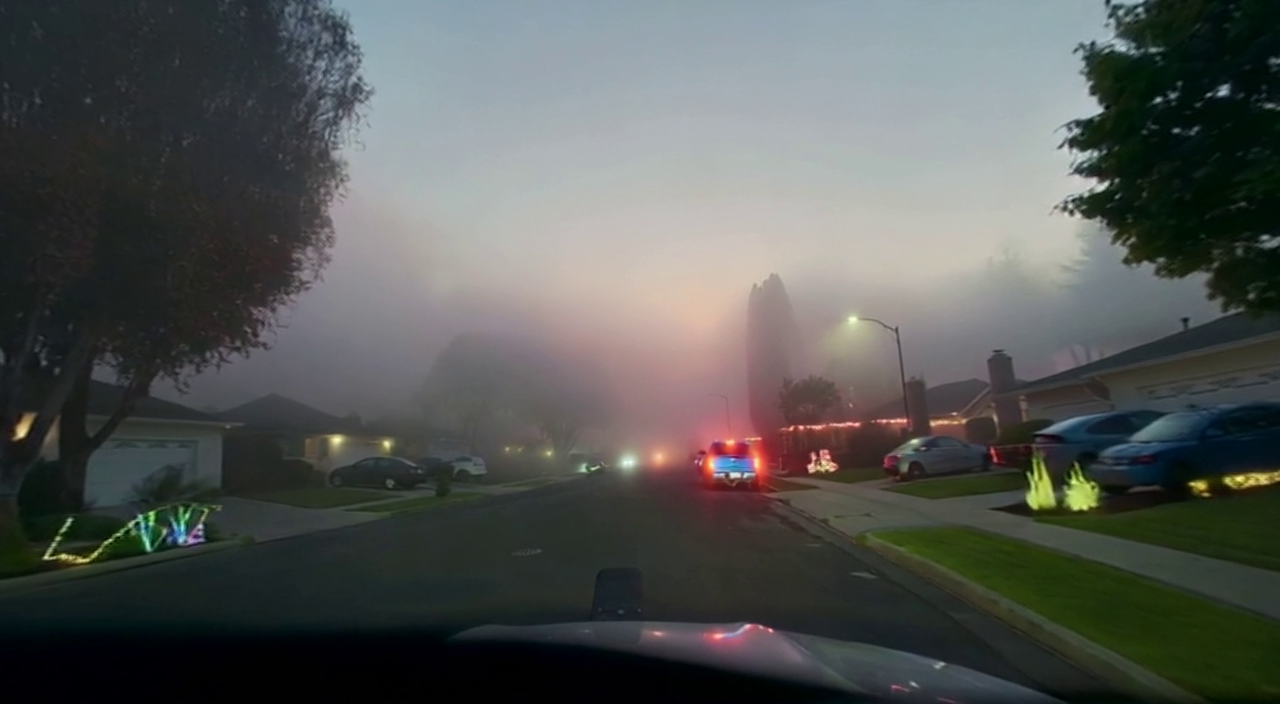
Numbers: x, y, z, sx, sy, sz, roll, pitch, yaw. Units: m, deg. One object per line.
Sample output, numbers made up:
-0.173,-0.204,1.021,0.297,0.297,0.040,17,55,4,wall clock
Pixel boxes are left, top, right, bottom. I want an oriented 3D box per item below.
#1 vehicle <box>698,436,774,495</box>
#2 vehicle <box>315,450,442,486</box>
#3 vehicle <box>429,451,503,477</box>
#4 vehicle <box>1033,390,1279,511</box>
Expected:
3.723,4.366,24.869,2.552,2.024,5.414,-2,-8,8,vehicle
-11.612,5.187,28.263,4.916,1.485,1.807,-1,-8,3,vehicle
-11.462,7.406,41.798,4.319,1.605,1.770,-1,-8,1,vehicle
9.592,1.559,10.573,4.554,1.515,1.858,-8,-9,8,vehicle
